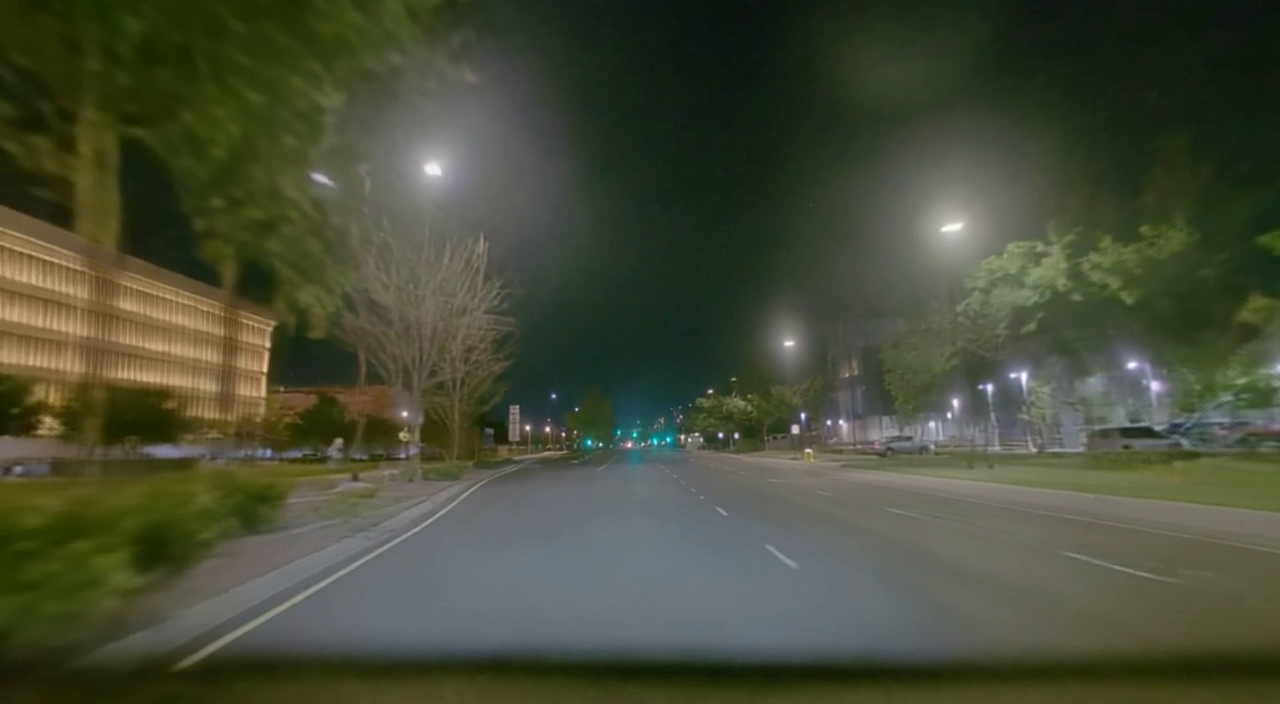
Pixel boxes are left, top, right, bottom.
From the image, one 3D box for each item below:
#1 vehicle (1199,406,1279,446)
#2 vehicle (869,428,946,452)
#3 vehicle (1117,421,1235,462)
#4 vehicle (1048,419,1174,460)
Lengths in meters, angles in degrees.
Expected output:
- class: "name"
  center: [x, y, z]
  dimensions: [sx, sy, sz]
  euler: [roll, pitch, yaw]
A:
- class: "vehicle"
  center: [31.285, 3.729, 31.765]
  dimensions: [2.007, 1.782, 4.355]
  euler: [-3, -10, -5]
- class: "vehicle"
  center: [20.013, 6.609, 47.359]
  dimensions: [4.656, 1.752, 2.309]
  euler: [1, -8, -4]
- class: "vehicle"
  center: [25.810, 4.355, 30.629]
  dimensions: [1.874, 1.808, 4.159]
  euler: [0, -8, -3]
- class: "vehicle"
  center: [22.913, 4.332, 31.062]
  dimensions: [2.133, 1.853, 5.009]
  euler: [0, -8, -2]
